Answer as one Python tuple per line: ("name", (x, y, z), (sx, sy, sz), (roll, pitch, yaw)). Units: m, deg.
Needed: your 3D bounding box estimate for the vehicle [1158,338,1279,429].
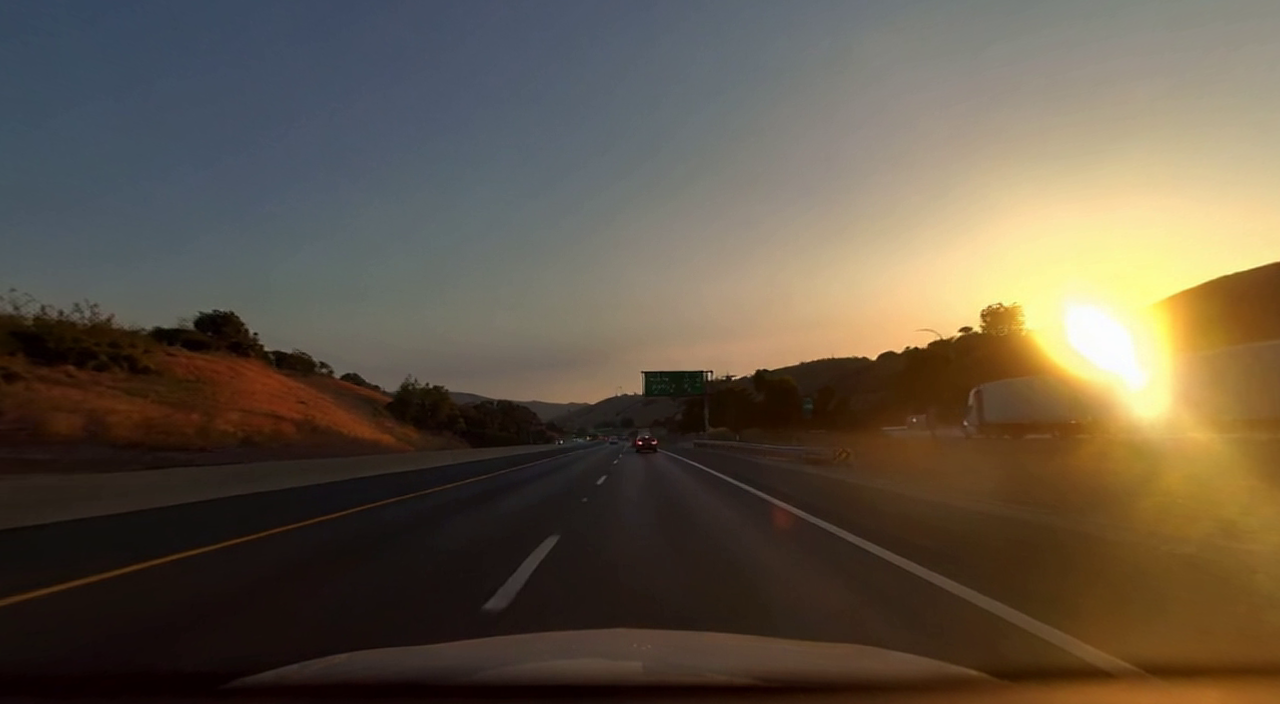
("vehicle", (31.762, 1.417, 30.347), (2.932, 4.074, 14.330), (-5, -9, 7))
